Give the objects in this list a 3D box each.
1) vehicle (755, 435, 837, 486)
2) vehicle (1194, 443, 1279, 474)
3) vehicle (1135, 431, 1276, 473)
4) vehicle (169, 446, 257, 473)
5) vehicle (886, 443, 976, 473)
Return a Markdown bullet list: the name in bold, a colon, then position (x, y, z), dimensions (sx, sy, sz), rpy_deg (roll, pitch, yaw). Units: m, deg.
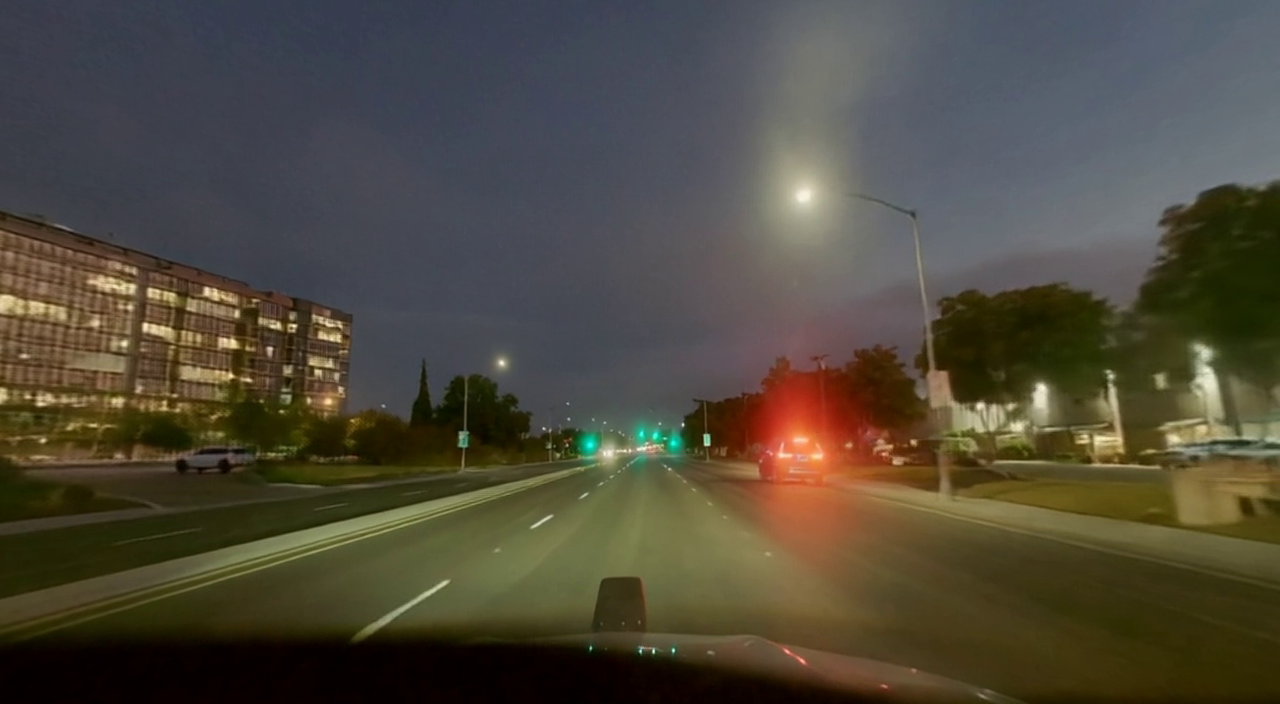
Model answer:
- **vehicle**: position (7.126, 5.018, 29.441), dimensions (2.365, 2.138, 5.499), rpy_deg (0, -9, 0)
- **vehicle**: position (31.783, 5.510, 32.487), dimensions (4.294, 1.533, 1.929), rpy_deg (0, -9, 0)
- **vehicle**: position (32.183, 5.707, 35.887), dimensions (5.753, 2.022, 2.104), rpy_deg (-3, -8, 3)
- **vehicle**: position (-26.301, 6.606, 38.762), dimensions (4.048, 1.601, 1.845), rpy_deg (0, -8, -2)
- **vehicle**: position (17.470, 6.366, 37.818), dimensions (4.421, 1.535, 1.869), rpy_deg (-2, -7, 2)
